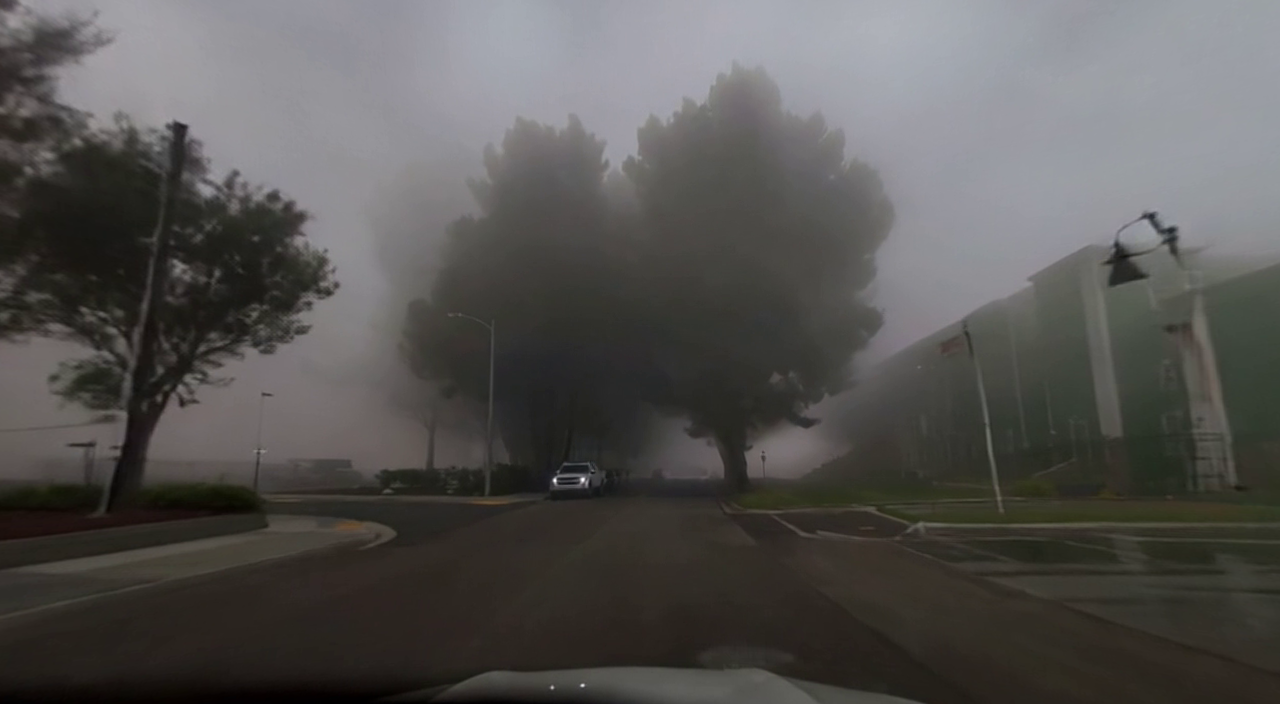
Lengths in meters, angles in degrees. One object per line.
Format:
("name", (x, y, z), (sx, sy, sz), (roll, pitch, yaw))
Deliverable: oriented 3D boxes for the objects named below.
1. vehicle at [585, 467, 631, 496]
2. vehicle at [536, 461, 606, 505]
("vehicle", (-1.853, 7.682, 37.583), (1.903, 1.542, 4.115), (-2, -10, 9))
("vehicle", (-3.002, 5.852, 28.459), (2.022, 1.776, 4.625), (-2, -10, 8))
